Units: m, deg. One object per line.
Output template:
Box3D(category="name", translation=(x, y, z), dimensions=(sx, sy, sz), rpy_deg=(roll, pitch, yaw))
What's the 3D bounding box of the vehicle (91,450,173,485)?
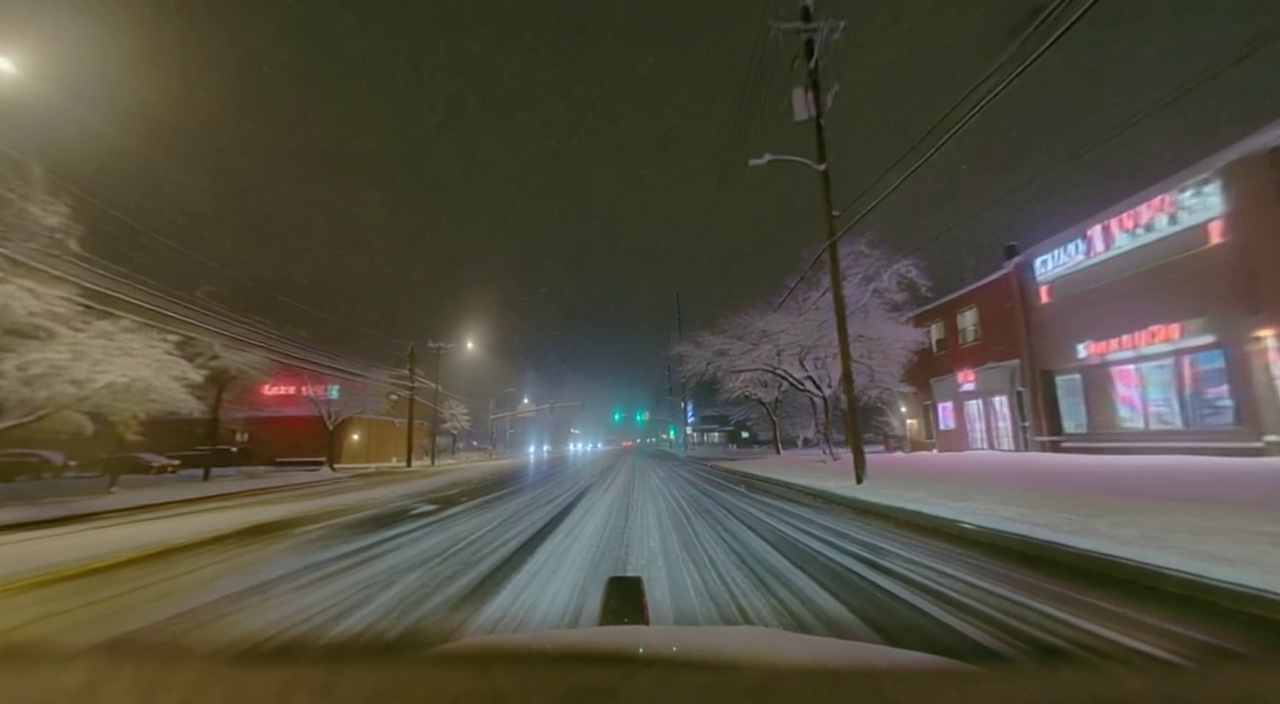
Box3D(category="vehicle", translation=(-28.313, 6.357, 35.064), dimensions=(4.811, 1.756, 2.070), rpy_deg=(-6, -10, 34))
